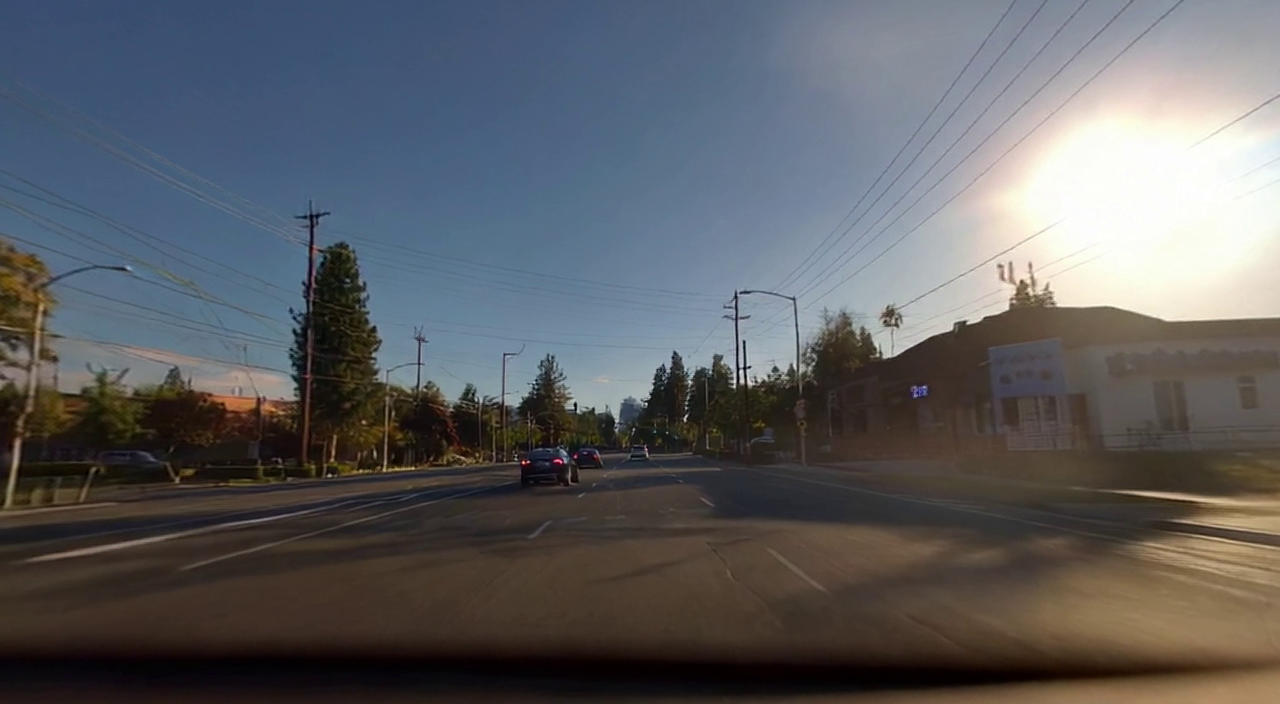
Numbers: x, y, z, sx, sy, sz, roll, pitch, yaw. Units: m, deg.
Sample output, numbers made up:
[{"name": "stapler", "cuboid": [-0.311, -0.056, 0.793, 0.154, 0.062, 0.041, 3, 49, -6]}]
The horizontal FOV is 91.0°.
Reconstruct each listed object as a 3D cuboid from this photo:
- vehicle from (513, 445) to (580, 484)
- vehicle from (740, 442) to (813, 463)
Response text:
[{"name": "vehicle", "cuboid": [-3.716, 4.570, 25.910, 2.076, 1.444, 4.328, 0, -9, 0]}, {"name": "vehicle", "cuboid": [10.229, 7.544, 47.326, 4.885, 1.576, 2.024, 1, -9, -6]}]
